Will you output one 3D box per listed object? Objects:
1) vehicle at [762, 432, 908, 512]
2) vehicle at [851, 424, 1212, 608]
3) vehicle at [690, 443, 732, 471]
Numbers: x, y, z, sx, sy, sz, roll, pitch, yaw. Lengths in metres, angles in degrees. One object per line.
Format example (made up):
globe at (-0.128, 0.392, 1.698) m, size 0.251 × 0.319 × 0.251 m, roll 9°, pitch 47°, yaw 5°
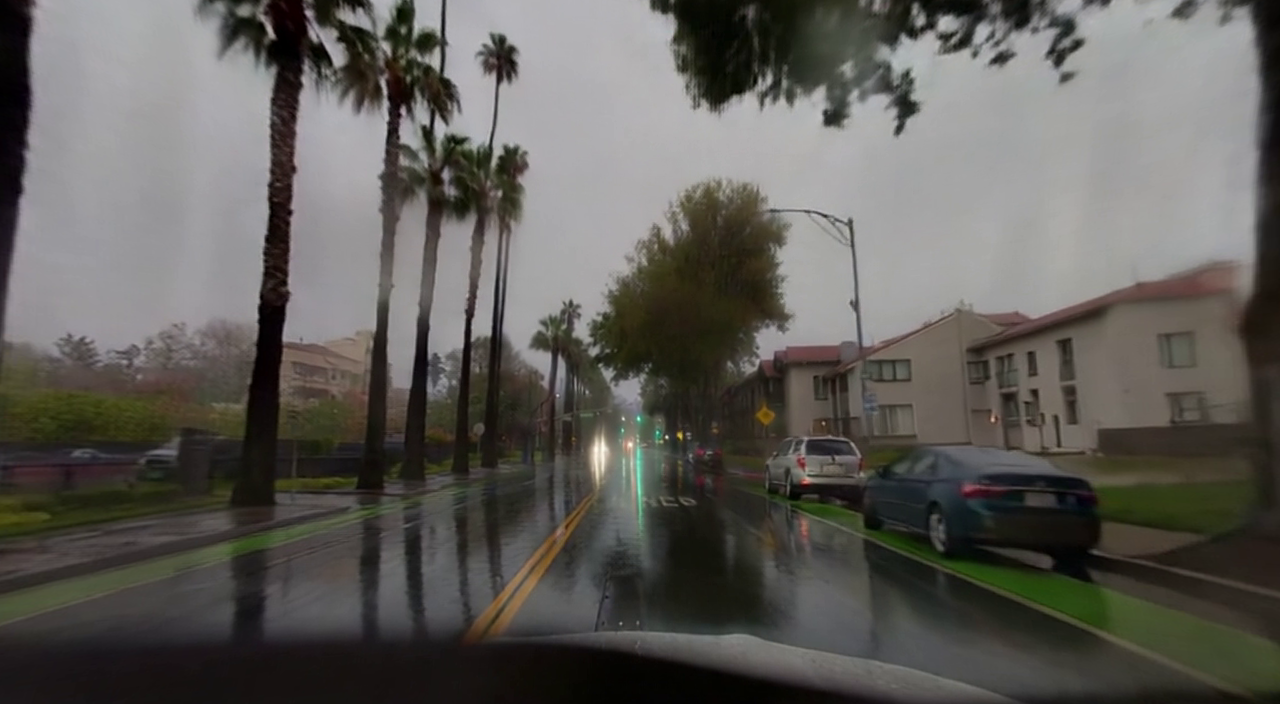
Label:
vehicle at (4.748, 3.002, 16.315) m, size 2.144 × 1.720 × 4.794 m, roll 0°, pitch -9°, yaw -1°
vehicle at (4.492, 1.913, 8.298) m, size 2.000 × 1.732 × 4.298 m, roll -1°, pitch -9°, yaw 1°
vehicle at (4.366, 6.548, 39.561) m, size 1.997 × 1.640 × 4.494 m, roll 0°, pitch -9°, yaw -1°
